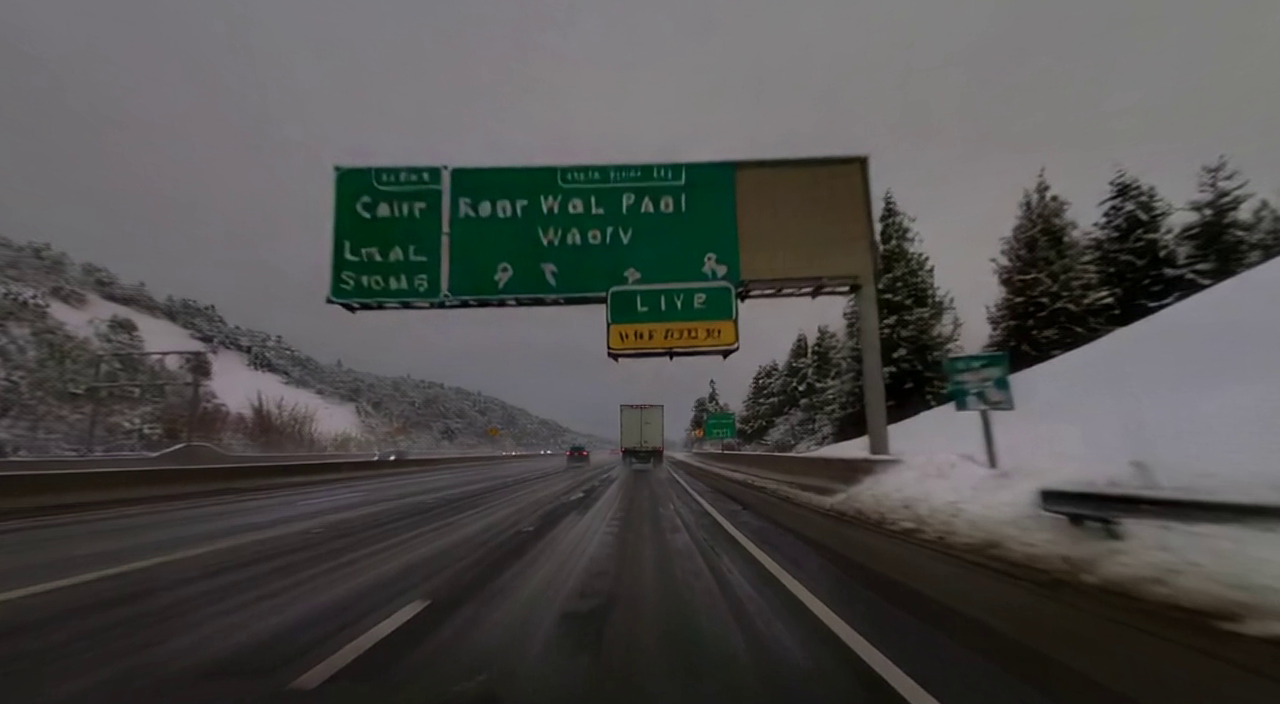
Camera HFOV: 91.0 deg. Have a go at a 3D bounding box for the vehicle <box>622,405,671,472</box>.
[{"bbox_3d":[0.538,6.272,44.975,3.039,4.131,11.822,0,-9,2],"label":"vehicle"}]
